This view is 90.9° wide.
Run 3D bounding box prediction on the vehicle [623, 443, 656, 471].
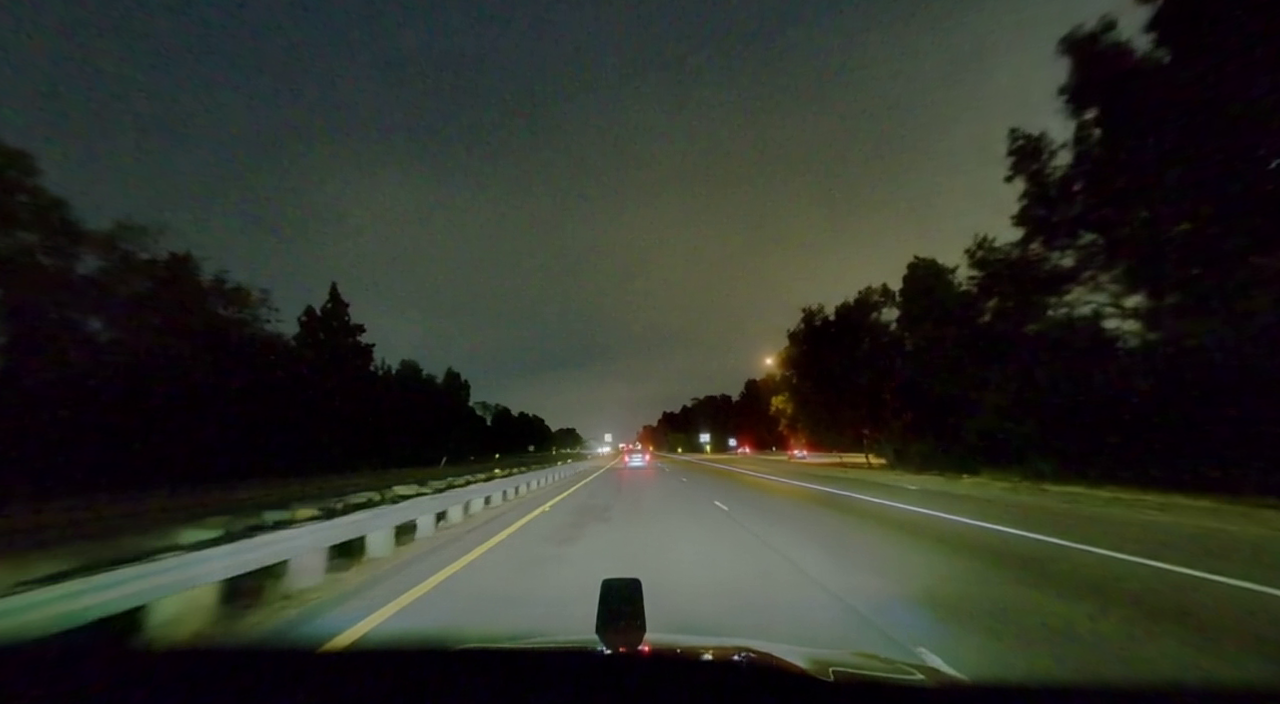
[{"bbox_3d":[-0.059,6.655,40.007,1.987,1.658,3.620,0,-9,-1],"label":"vehicle"}]
